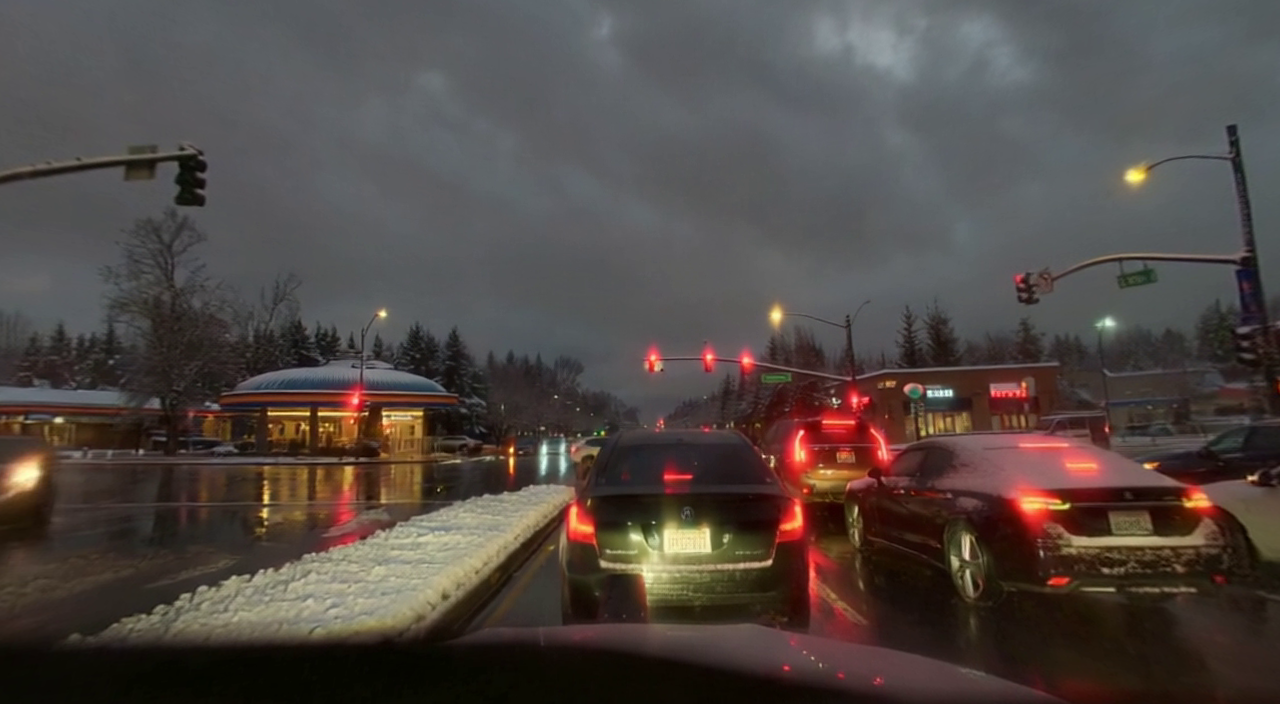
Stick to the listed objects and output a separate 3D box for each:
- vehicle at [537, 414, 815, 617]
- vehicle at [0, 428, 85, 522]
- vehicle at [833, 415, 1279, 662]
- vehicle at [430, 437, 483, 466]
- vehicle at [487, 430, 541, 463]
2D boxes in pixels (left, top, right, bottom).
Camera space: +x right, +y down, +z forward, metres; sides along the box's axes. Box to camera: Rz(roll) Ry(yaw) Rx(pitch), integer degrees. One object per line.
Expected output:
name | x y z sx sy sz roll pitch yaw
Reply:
vehicle | 0.214 1.507 6.731 2.073 1.496 3.892 0 -8 -2
vehicle | -13.977 2.631 13.940 2.203 1.783 4.841 6 -10 -38
vehicle | 3.522 1.460 6.122 1.883 1.480 4.489 0 -8 0
vehicle | -12.117 6.584 41.907 2.122 1.829 4.559 0 -8 0
vehicle | -8.811 6.715 44.663 2.710 2.022 5.889 -2 -9 -1
